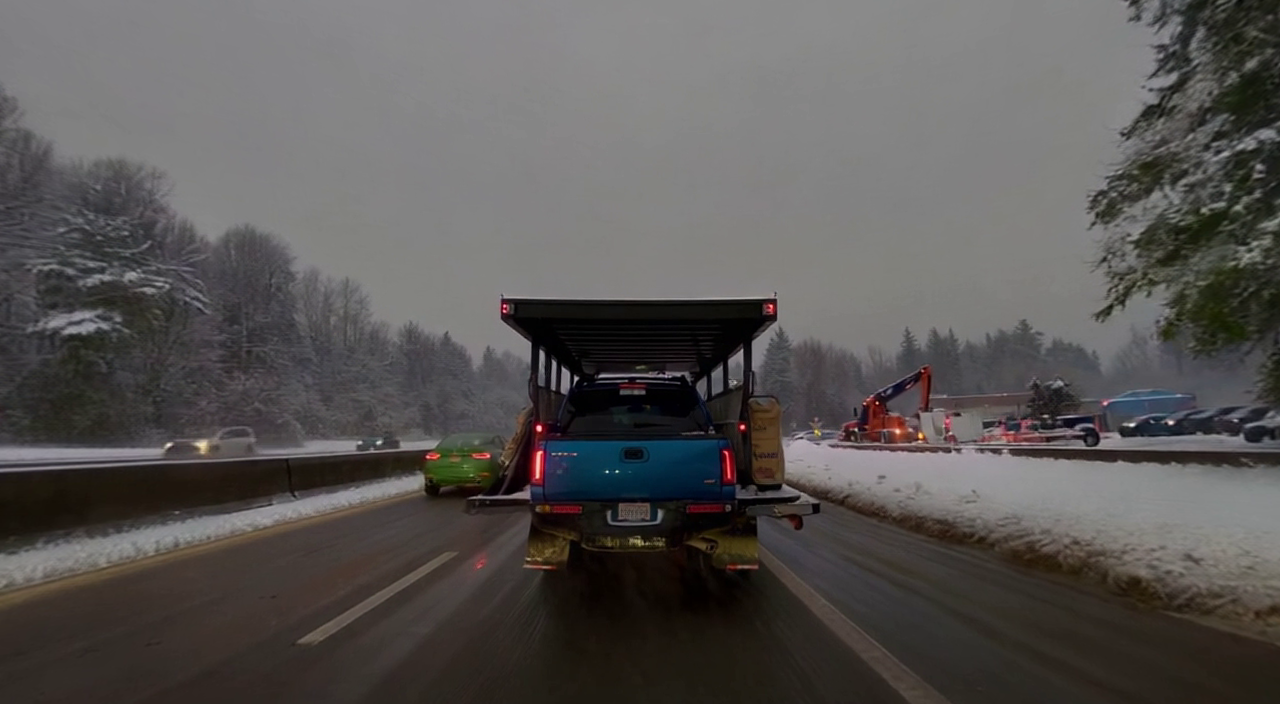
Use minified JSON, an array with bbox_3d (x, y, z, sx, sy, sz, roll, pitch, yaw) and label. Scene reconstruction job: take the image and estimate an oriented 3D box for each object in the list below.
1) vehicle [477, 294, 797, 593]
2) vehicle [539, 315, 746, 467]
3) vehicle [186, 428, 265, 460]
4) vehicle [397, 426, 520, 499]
[{"bbox_3d":[-0.188,1.540,10.744,2.735,2.597,10.435,0,-9,-2],"label":"vehicle"},{"bbox_3d":[-0.056,0.749,9.016,2.156,1.604,4.680,0,-9,-2],"label":"vehicle"},{"bbox_3d":[-26.964,6.020,41.337,2.038,1.918,4.771,0,-9,-2],"label":"vehicle"},{"bbox_3d":[-4.641,2.908,16.938,2.057,1.665,4.572,0,-9,-2],"label":"vehicle"}]
